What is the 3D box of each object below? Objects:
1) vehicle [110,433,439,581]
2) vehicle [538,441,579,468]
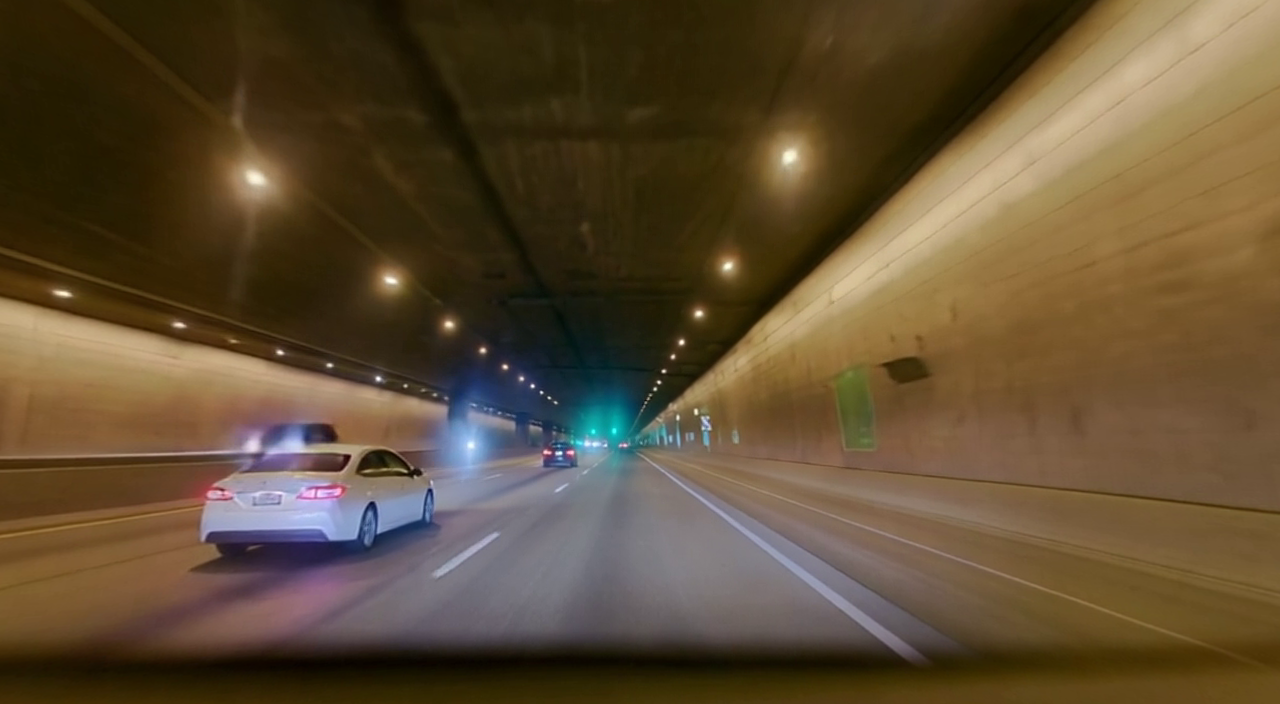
[{"bbox_3d":[-4.278,1.831,8.358,1.885,1.424,4.230,0,-8,-1],"label":"vehicle"},{"bbox_3d":[-4.738,6.011,37.200,1.973,1.474,4.199,0,-8,-1],"label":"vehicle"}]
